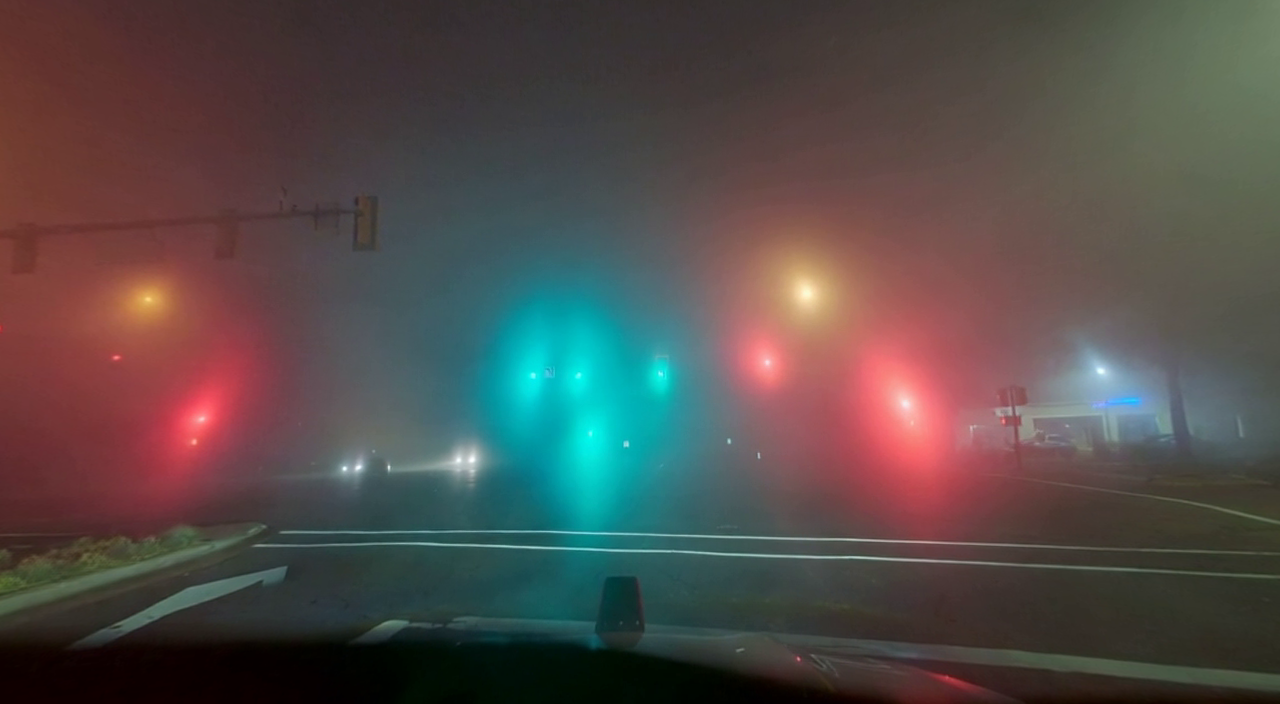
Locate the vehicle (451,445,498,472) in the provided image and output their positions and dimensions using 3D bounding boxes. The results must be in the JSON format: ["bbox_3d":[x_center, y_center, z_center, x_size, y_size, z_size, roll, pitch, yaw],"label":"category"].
[{"bbox_3d":[-12.163,7.854,46.670,2.151,1.847,4.634,0,-9,0],"label":"vehicle"}]

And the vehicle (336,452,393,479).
[{"bbox_3d":[-18.850,7.759,43.365,1.933,1.664,4.255,0,-9,1],"label":"vehicle"}]
